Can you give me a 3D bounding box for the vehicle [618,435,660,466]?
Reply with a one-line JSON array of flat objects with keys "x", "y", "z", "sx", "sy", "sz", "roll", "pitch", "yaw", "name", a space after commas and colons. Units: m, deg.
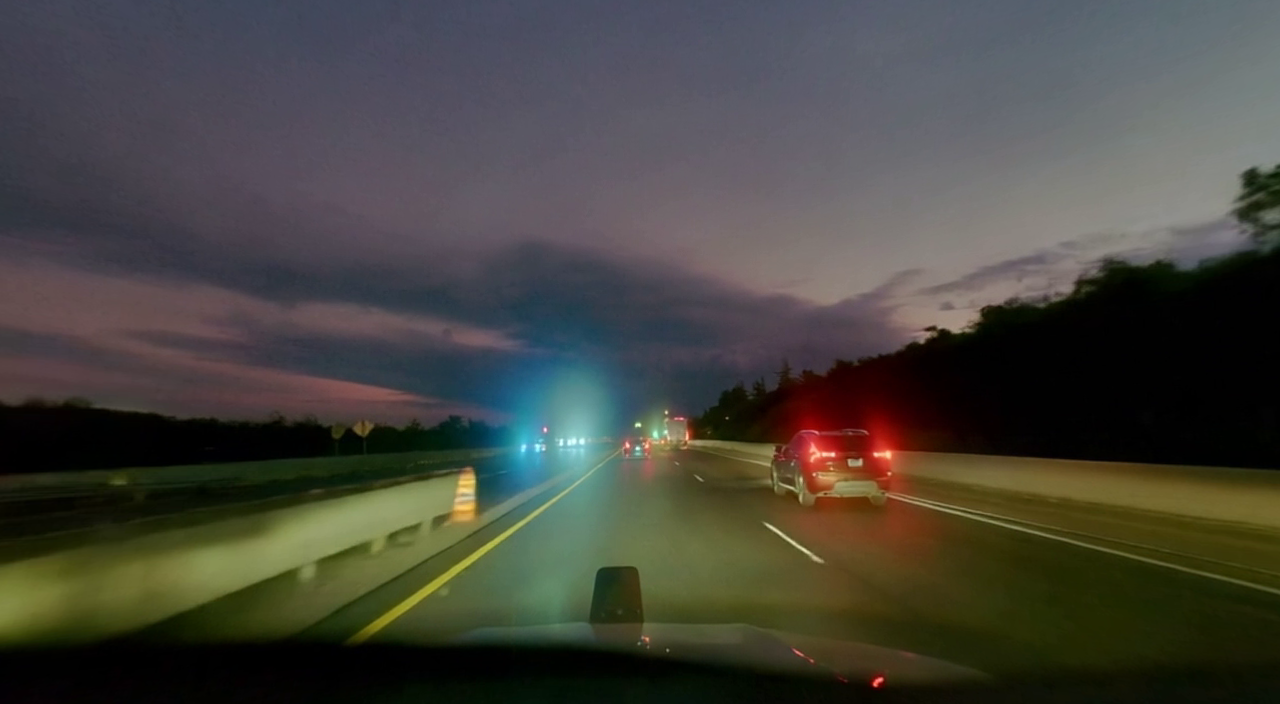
[{"x": -0.047, "y": 5.006, "z": 32.180, "sx": 2.004, "sy": 1.472, "sz": 4.075, "roll": 0, "pitch": -8, "yaw": 0, "name": "vehicle"}]
